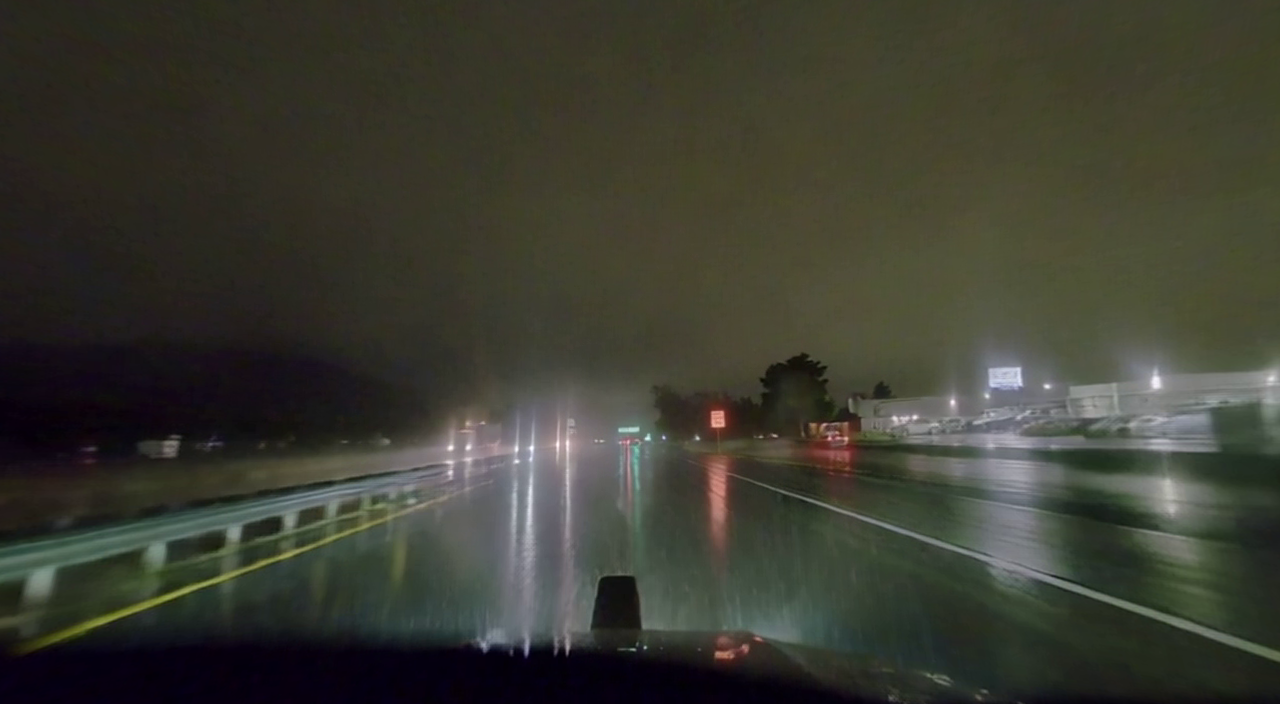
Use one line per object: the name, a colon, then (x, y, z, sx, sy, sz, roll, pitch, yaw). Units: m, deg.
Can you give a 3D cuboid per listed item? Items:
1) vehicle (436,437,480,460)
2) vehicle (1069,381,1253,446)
vehicle: (-13.142, 6.987, 45.601, 1.887, 1.558, 4.261, 0, -8, 0)
vehicle: (39.154, 5.027, 48.576, 2.885, 4.199, 14.850, 0, -8, 6)
